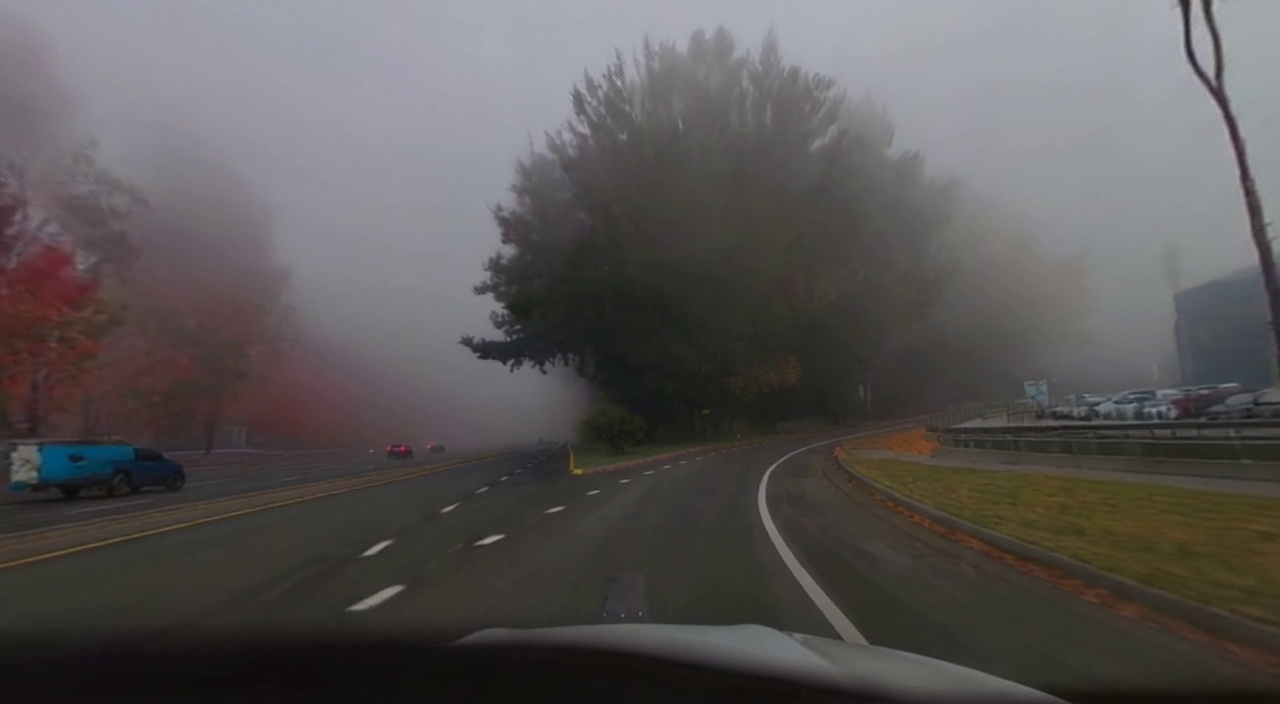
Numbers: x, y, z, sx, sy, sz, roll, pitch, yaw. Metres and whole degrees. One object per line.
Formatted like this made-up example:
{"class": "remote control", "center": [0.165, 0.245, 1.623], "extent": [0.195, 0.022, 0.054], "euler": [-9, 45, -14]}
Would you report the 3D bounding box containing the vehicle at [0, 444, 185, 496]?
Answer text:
{"class": "vehicle", "center": [-27.081, 5.756, 31.623], "extent": [2.819, 2.204, 8.236], "euler": [1, -8, -5]}
